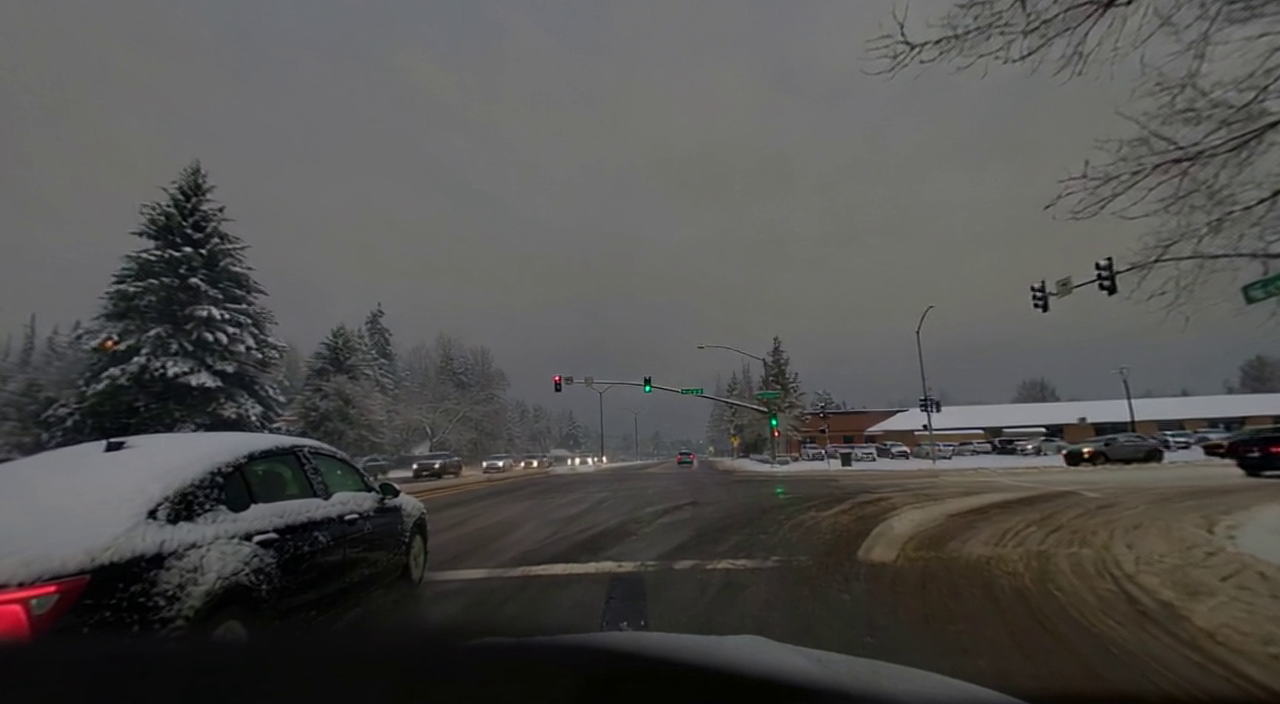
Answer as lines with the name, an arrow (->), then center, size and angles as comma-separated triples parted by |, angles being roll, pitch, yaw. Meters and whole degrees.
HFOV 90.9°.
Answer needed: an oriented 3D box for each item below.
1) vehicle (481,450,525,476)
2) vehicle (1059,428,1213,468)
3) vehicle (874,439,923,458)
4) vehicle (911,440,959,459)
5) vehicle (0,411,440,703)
vehicle -> -9.954, 8.062, 46.033 | 1.905, 1.724, 4.449 | -1, -8, 4
vehicle -> 19.765, 3.844, 25.239 | 4.552, 1.492, 2.002 | 0, -9, -4
vehicle -> 20.145, 7.479, 48.983 | 1.945, 1.434, 4.293 | -9, -12, 44
vehicle -> 22.182, 7.309, 47.322 | 1.930, 1.410, 4.313 | -8, -12, 42
vehicle -> -2.887, 1.156, 3.441 | 1.924, 1.482, 4.734 | 0, -8, 1
